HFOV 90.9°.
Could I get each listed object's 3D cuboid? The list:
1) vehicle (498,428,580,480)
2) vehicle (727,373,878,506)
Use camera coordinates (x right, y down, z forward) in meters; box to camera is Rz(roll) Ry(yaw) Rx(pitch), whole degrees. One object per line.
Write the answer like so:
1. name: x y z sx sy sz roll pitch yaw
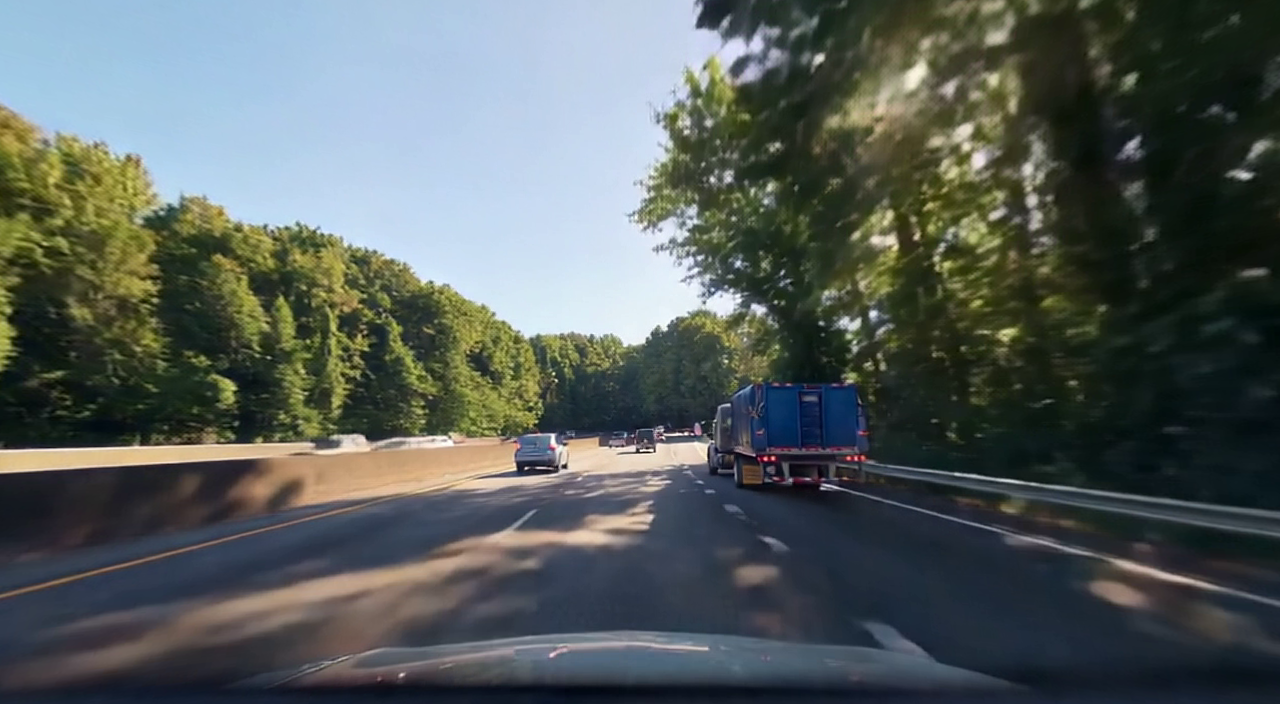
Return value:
1. vehicle: -3.280 3.394 21.354 2.008 1.588 4.147 0 -8 1
2. vehicle: 3.453 1.965 14.355 2.256 2.568 4.049 0 -8 -1
